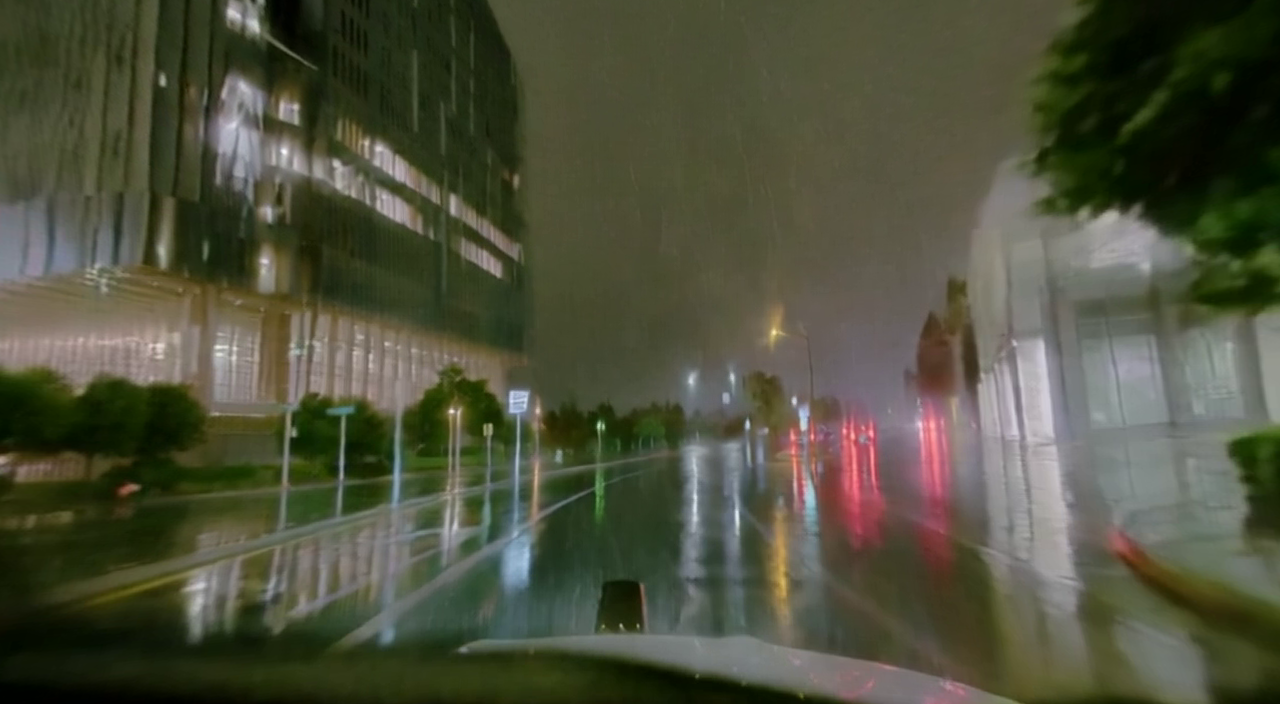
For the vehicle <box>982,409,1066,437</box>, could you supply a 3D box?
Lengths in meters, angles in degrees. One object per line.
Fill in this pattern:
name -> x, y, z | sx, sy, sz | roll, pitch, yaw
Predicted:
vehicle -> 28.780, 5.385, 47.430 | 2.014, 1.757, 4.871 | 8, -13, -41
